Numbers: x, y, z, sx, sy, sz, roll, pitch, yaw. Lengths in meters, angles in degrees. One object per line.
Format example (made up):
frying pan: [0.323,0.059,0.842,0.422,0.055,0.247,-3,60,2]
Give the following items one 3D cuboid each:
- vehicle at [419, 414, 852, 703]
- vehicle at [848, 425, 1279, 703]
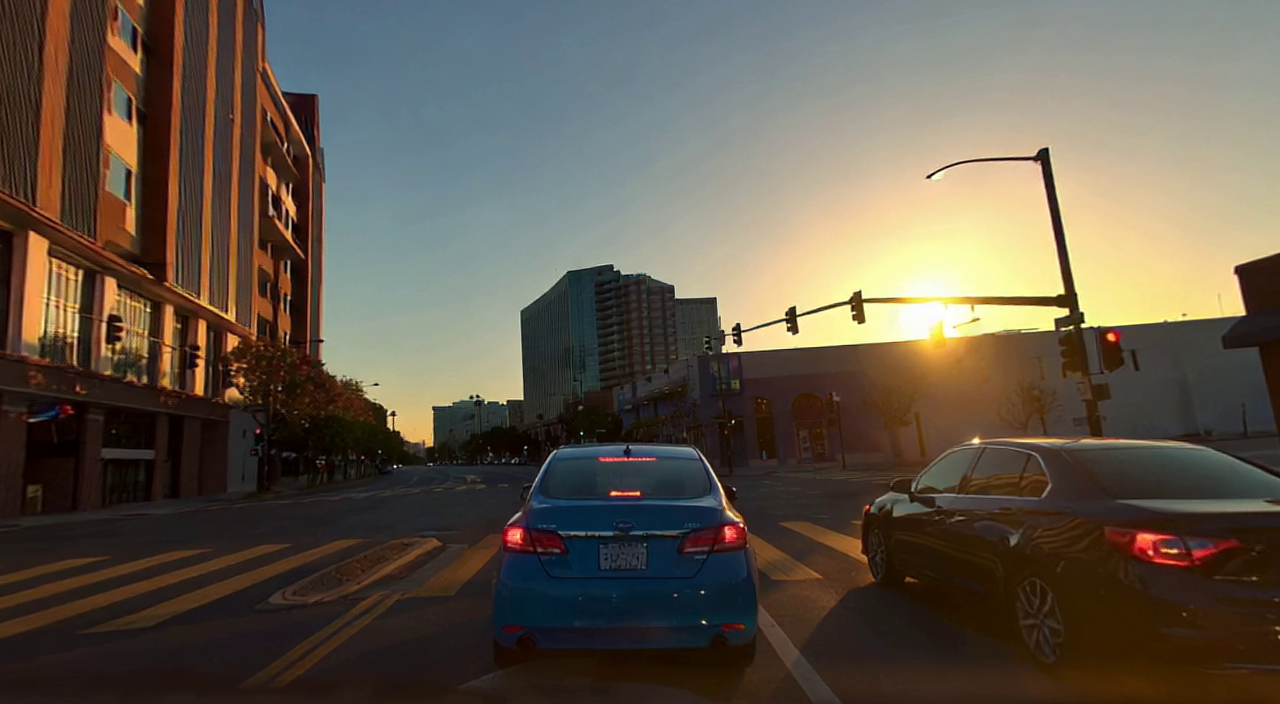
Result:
vehicle: [-0.054,1.350,5.161,2.094,1.481,4.078,0,-8,-1]
vehicle: [3.347,1.376,5.086,1.860,1.430,4.089,0,-8,-1]
